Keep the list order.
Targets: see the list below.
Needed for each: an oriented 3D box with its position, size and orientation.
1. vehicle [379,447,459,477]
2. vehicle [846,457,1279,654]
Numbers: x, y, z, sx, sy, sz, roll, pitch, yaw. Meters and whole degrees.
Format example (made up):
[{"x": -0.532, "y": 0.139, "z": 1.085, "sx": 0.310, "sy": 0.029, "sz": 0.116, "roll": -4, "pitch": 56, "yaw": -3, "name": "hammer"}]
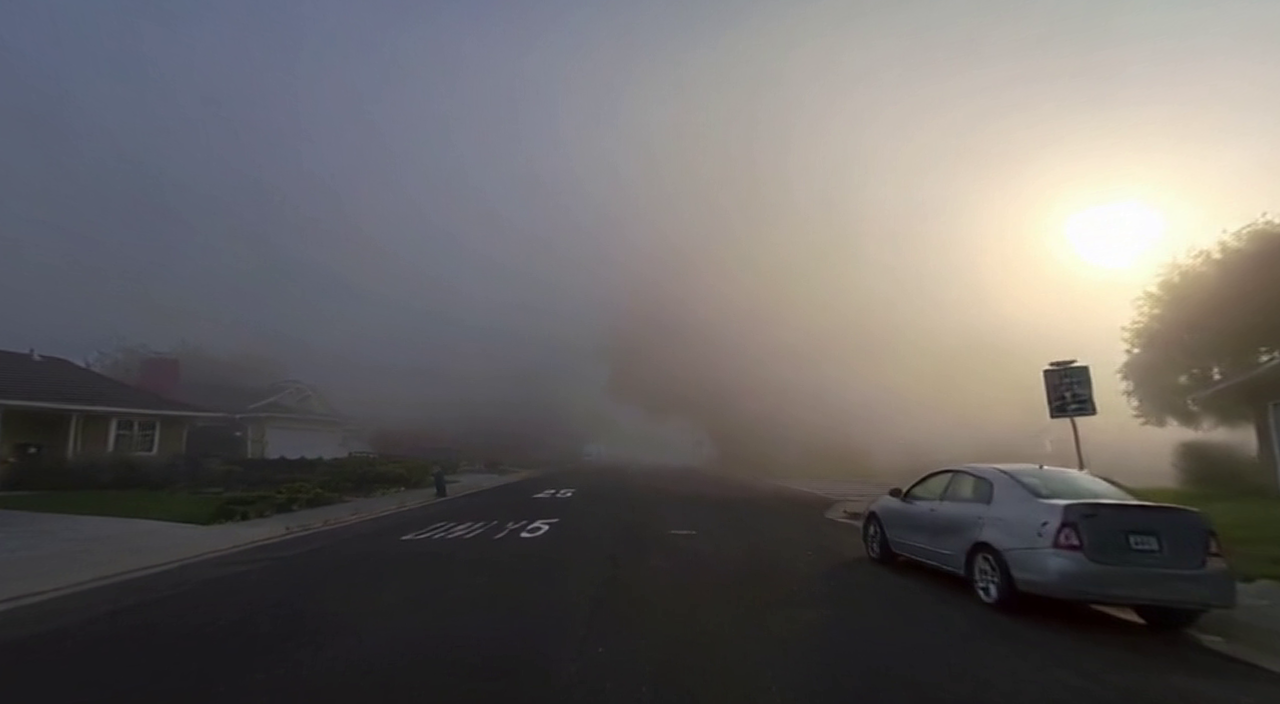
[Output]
[{"x": -12.959, "y": 6.487, "z": 37.226, "sx": 3.921, "sy": 1.629, "sz": 1.832, "roll": 0, "pitch": -10, "yaw": 2, "name": "vehicle"}, {"x": 4.096, "y": 1.956, "z": 7.202, "sx": 1.952, "sy": 1.442, "sz": 4.529, "roll": 0, "pitch": -9, "yaw": 0, "name": "vehicle"}]
